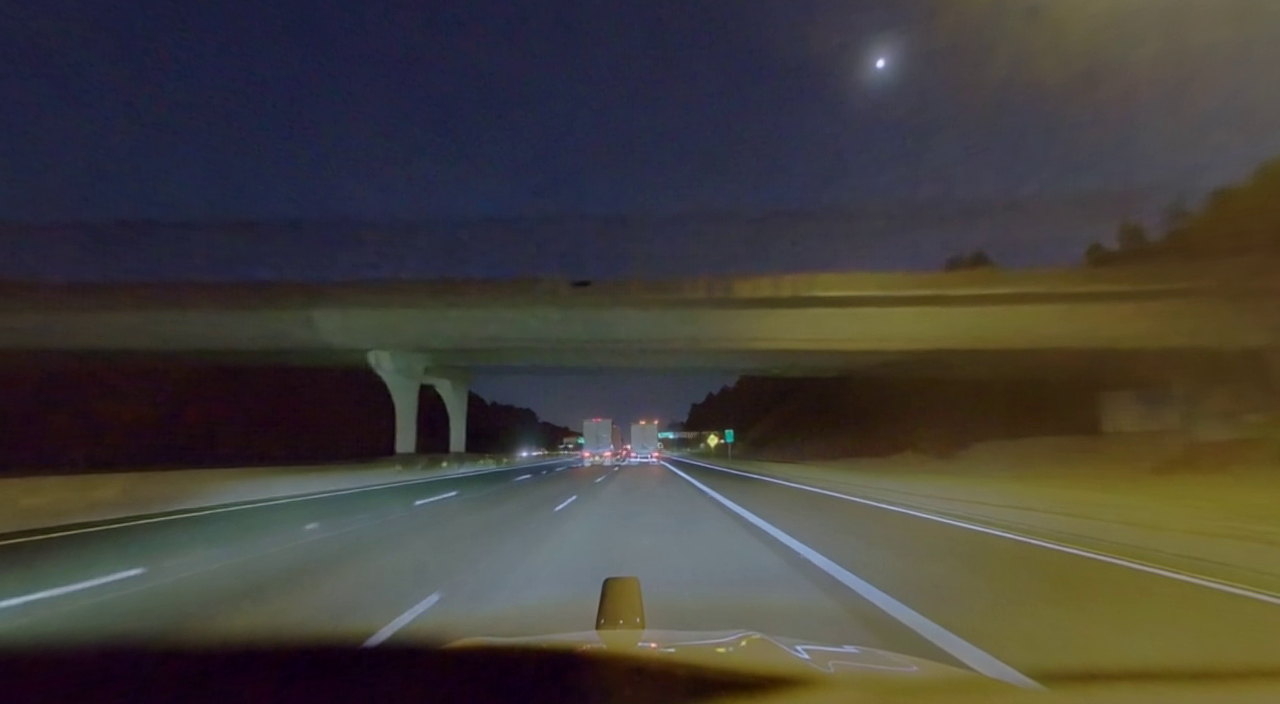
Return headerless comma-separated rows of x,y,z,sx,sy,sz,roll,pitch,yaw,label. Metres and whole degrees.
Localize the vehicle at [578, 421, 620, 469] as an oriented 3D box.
-2.950,7.044,47.470,2.696,3.266,7.062,0,-9,0,vehicle
